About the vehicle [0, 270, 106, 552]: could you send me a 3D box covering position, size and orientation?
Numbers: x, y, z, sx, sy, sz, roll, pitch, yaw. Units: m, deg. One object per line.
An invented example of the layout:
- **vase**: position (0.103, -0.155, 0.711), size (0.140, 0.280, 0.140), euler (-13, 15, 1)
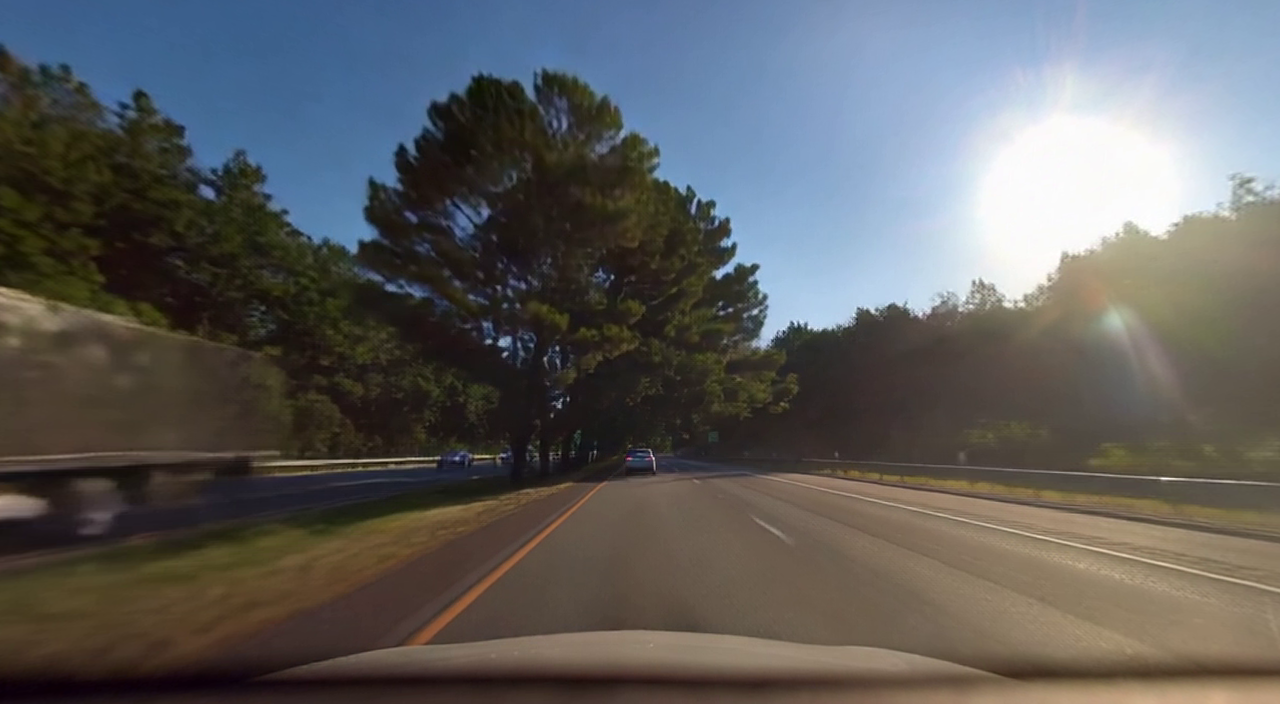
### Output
- **vehicle**: position (-8.877, 0.351, 5.164), size (2.612, 3.281, 7.073), euler (0, -9, 0)

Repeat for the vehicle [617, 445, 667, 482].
- **vehicle**: position (0.044, 5.013, 28.587), size (2.114, 1.523, 4.012), euler (0, -9, -1)

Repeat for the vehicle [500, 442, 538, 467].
- **vehicle**: position (-9.137, 7.757, 47.925), size (2.002, 1.777, 4.357), euler (0, -9, 0)
